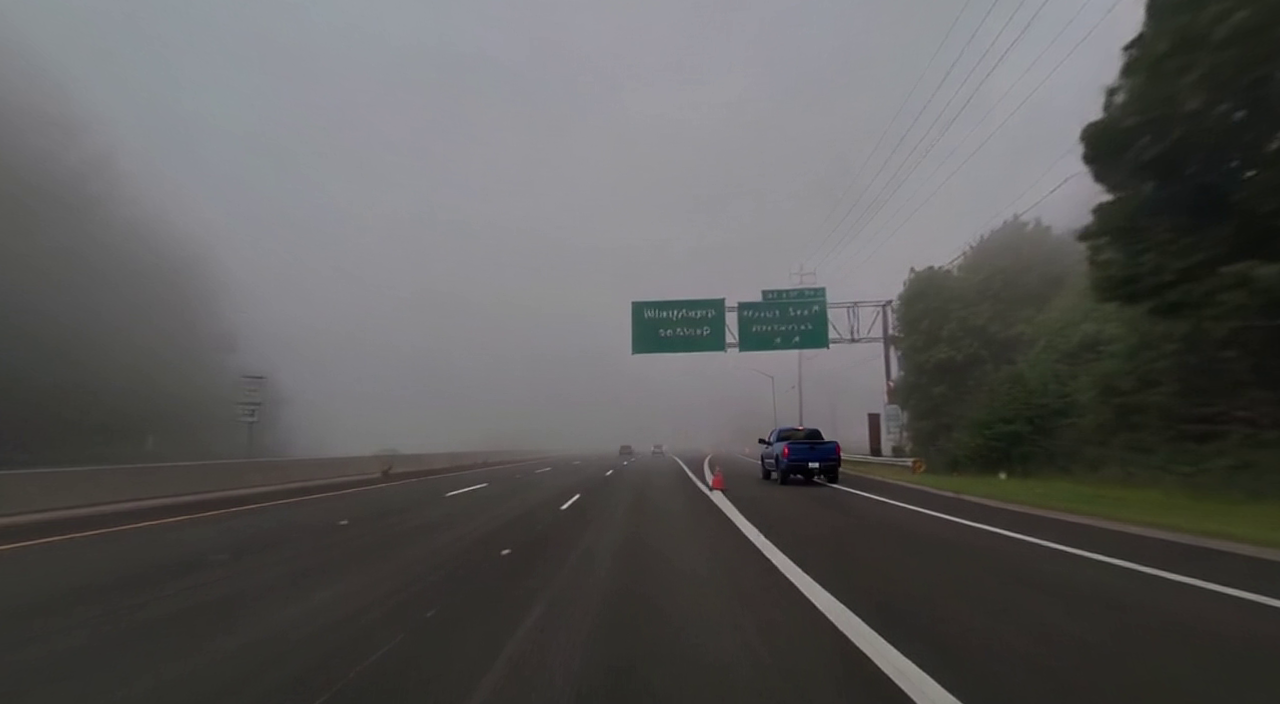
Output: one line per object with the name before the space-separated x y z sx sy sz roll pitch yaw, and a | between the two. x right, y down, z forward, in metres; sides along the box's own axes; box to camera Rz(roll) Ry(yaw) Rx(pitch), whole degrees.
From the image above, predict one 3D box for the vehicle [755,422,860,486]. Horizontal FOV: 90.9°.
vehicle | 5.362 3.347 20.992 2.186 1.840 5.289 0 -8 2
